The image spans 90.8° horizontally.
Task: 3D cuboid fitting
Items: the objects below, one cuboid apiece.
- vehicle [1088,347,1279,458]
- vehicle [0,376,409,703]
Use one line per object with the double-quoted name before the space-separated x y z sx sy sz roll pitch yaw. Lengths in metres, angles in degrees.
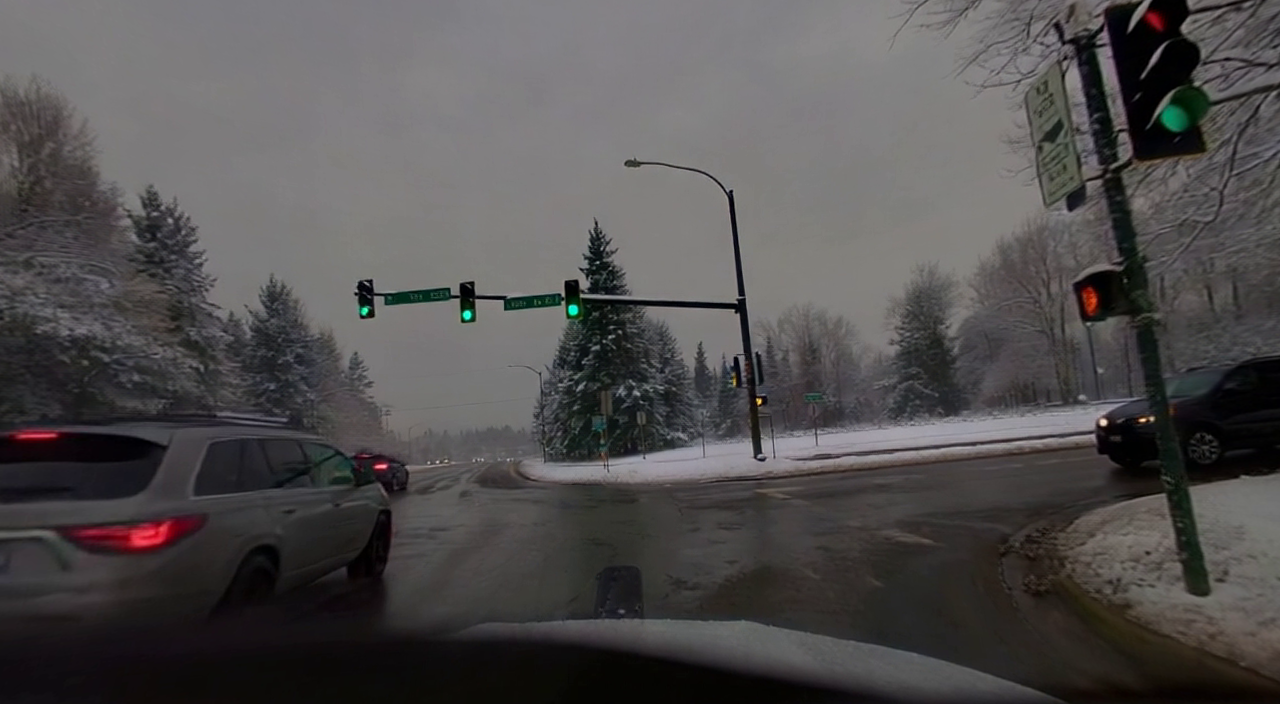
"vehicle" 10.667 1.061 11.631 1.855 1.669 4.529 -1 -9 6
"vehicle" -3.538 1.273 4.838 2.134 1.707 4.471 0 -8 -5
